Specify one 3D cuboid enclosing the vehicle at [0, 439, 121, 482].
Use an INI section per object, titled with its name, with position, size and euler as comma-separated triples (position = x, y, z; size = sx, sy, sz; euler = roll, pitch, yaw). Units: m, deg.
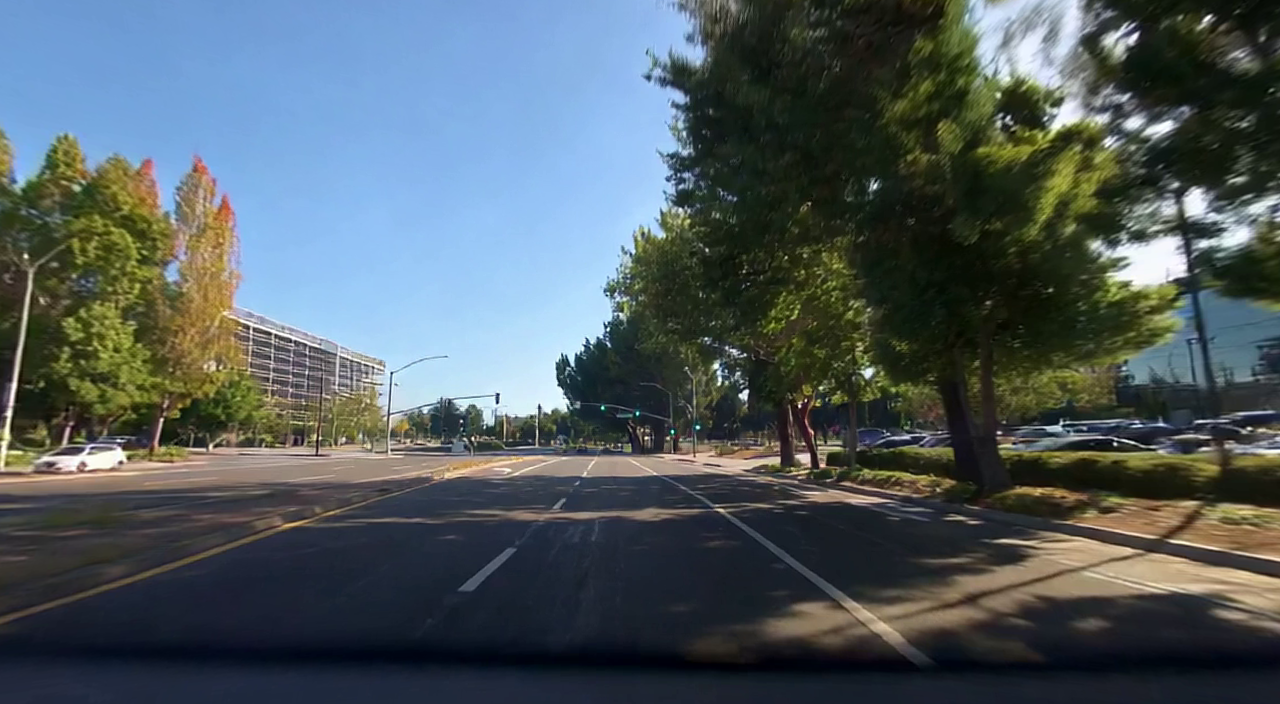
[vehicle]
position = -22.409, 4.072, 23.927
size = 1.792, 1.446, 4.493
euler = 0, -9, -2
